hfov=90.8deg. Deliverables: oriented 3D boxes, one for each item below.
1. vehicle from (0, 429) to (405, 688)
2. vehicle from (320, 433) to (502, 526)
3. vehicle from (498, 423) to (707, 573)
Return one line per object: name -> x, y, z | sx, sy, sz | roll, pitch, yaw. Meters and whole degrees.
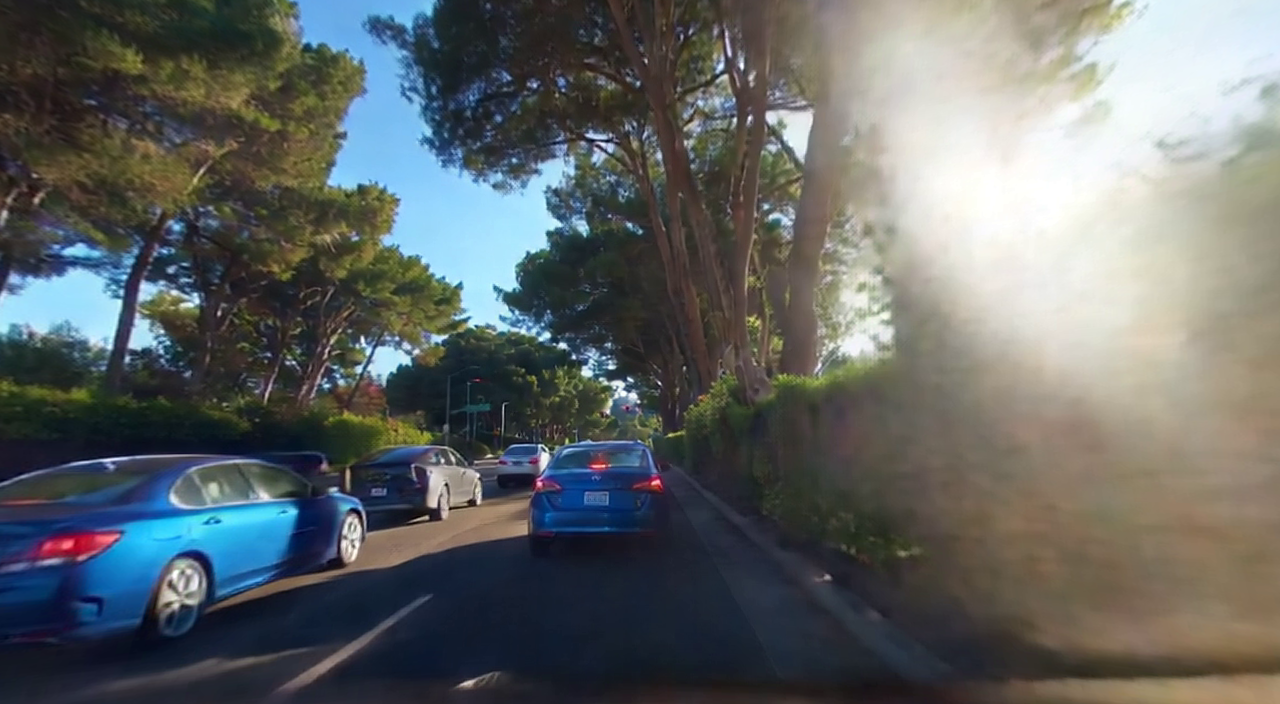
vehicle -> -3.817, 1.449, 5.631 | 1.784, 1.408, 4.141 | 0, -8, 1
vehicle -> -4.256, 2.427, 12.629 | 1.898, 1.503, 4.453 | 0, -8, 1
vehicle -> -0.412, 1.794, 8.561 | 2.127, 1.517, 4.090 | 0, -8, -1
